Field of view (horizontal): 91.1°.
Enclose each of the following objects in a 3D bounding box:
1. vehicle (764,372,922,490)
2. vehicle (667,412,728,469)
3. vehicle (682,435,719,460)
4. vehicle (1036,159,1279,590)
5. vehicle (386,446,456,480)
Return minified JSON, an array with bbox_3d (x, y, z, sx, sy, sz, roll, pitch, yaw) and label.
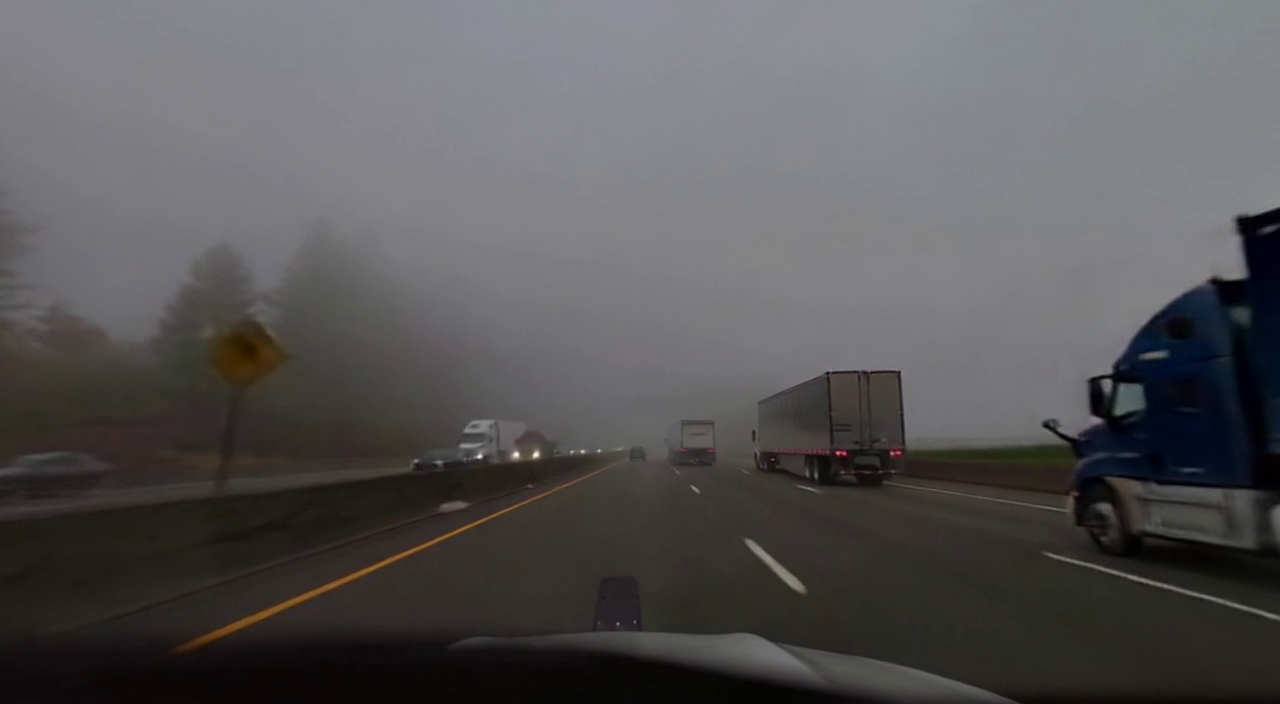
[{"bbox_3d":[8.335,3.618,28.566,2.843,4.053,13.777,0,-8,1],"label":"vehicle"},{"bbox_3d":[4.069,6.693,48.194,3.288,3.717,13.646,0,-7,0],"label":"vehicle"},{"bbox_3d":[4.153,6.605,43.838,2.120,1.651,4.639,0,-8,1],"label":"vehicle"},{"bbox_3d":[7.229,-0.027,3.969,2.920,3.860,10.035,0,-8,0],"label":"vehicle"},{"bbox_3d":[-10.678,5.401,30.930,1.802,1.473,4.079,-1,-8,3],"label":"vehicle"}]
